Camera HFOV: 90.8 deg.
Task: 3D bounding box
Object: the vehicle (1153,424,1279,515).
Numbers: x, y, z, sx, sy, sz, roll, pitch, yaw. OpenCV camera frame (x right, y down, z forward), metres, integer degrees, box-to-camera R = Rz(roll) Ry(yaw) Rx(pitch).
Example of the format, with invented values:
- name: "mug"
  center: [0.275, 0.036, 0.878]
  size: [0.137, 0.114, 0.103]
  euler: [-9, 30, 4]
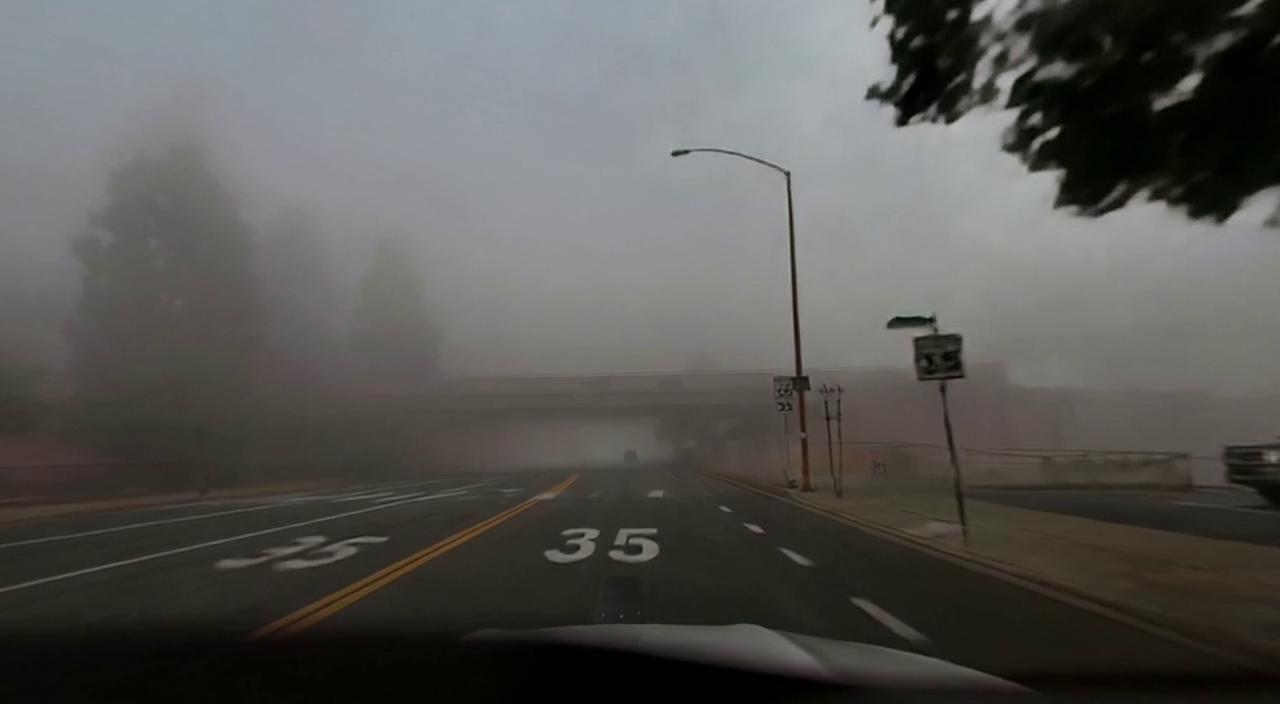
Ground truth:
- name: "vehicle"
  center: [11.317, 1.832, 9.891]
  size: [1.809, 1.432, 4.629]
  euler: [5, -10, -32]
